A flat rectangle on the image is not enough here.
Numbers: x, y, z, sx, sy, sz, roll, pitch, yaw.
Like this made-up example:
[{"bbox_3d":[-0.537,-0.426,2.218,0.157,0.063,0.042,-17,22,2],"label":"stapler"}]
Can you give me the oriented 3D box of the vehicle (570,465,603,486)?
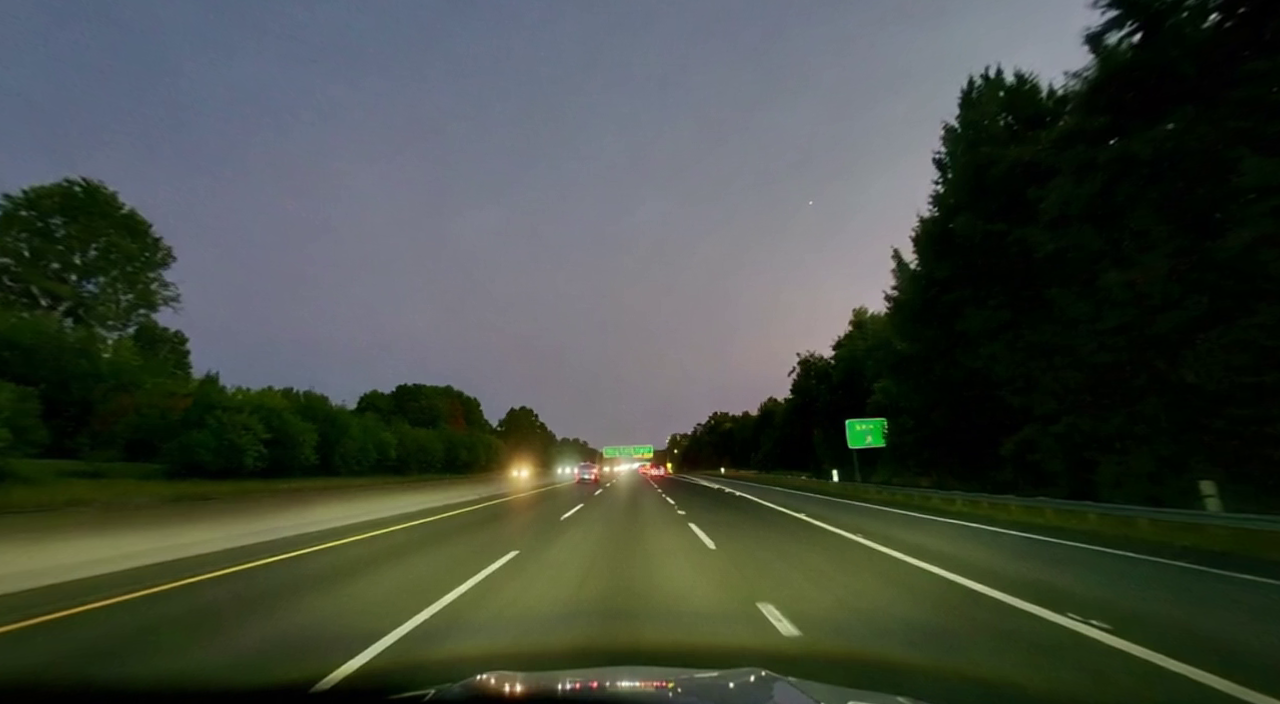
[{"bbox_3d":[-4.034,9.443,48.127,2.126,1.488,4.186,1,-11,0],"label":"vehicle"}]
